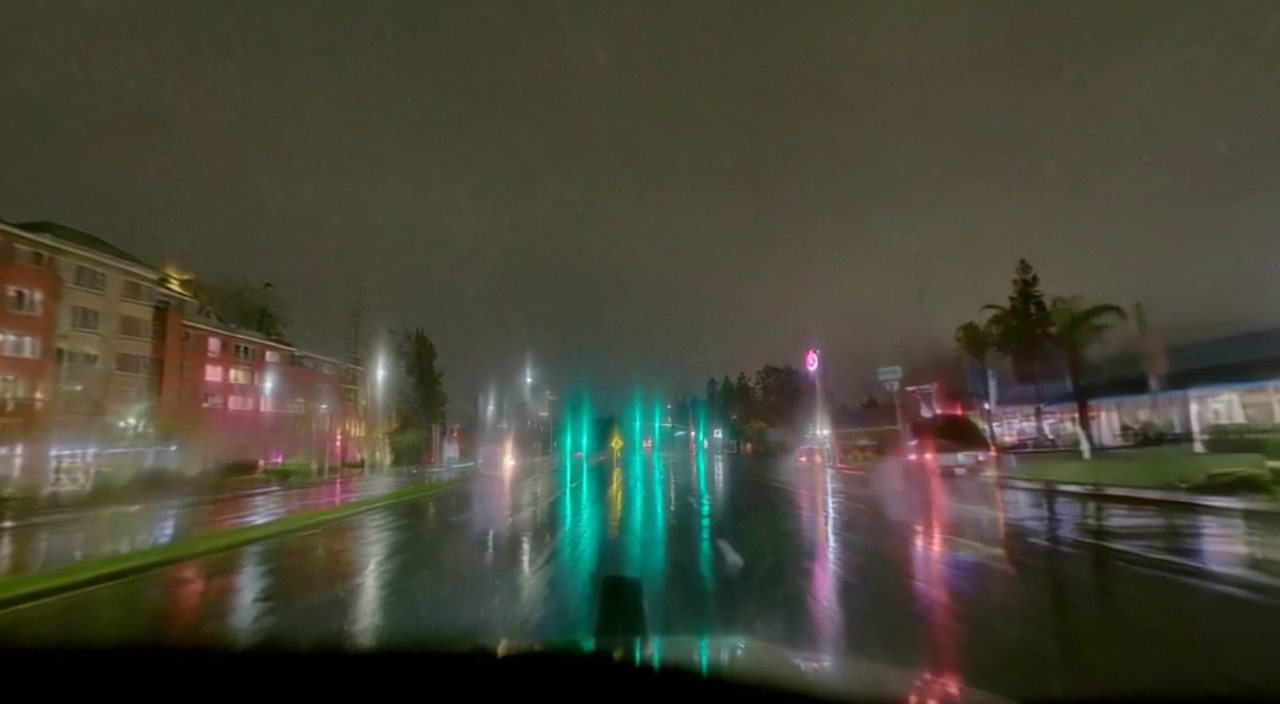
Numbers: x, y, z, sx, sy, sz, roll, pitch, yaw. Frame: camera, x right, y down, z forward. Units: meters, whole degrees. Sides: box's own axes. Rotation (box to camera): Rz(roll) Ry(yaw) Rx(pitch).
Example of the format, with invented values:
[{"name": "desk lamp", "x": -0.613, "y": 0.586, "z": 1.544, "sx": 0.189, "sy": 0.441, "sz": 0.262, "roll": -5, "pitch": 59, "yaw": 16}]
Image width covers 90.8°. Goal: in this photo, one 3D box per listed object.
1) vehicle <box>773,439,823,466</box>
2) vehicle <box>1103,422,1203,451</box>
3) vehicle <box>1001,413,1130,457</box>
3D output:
[{"name": "vehicle", "x": 10.262, "y": 6.555, "z": 41.362, "sx": 2.085, "sy": 1.630, "sz": 4.403, "roll": 0, "pitch": -8, "yaw": -1}, {"name": "vehicle", "x": 28.528, "y": 4.761, "z": 35.306, "sx": 1.811, "sy": 1.478, "sz": 4.266, "roll": -1, "pitch": -8, "yaw": -4}, {"name": "vehicle", "x": 23.257, "y": 4.595, "z": 35.024, "sx": 2.529, "sy": 2.138, "sz": 6.511, "roll": -1, "pitch": -7, "yaw": -1}]
